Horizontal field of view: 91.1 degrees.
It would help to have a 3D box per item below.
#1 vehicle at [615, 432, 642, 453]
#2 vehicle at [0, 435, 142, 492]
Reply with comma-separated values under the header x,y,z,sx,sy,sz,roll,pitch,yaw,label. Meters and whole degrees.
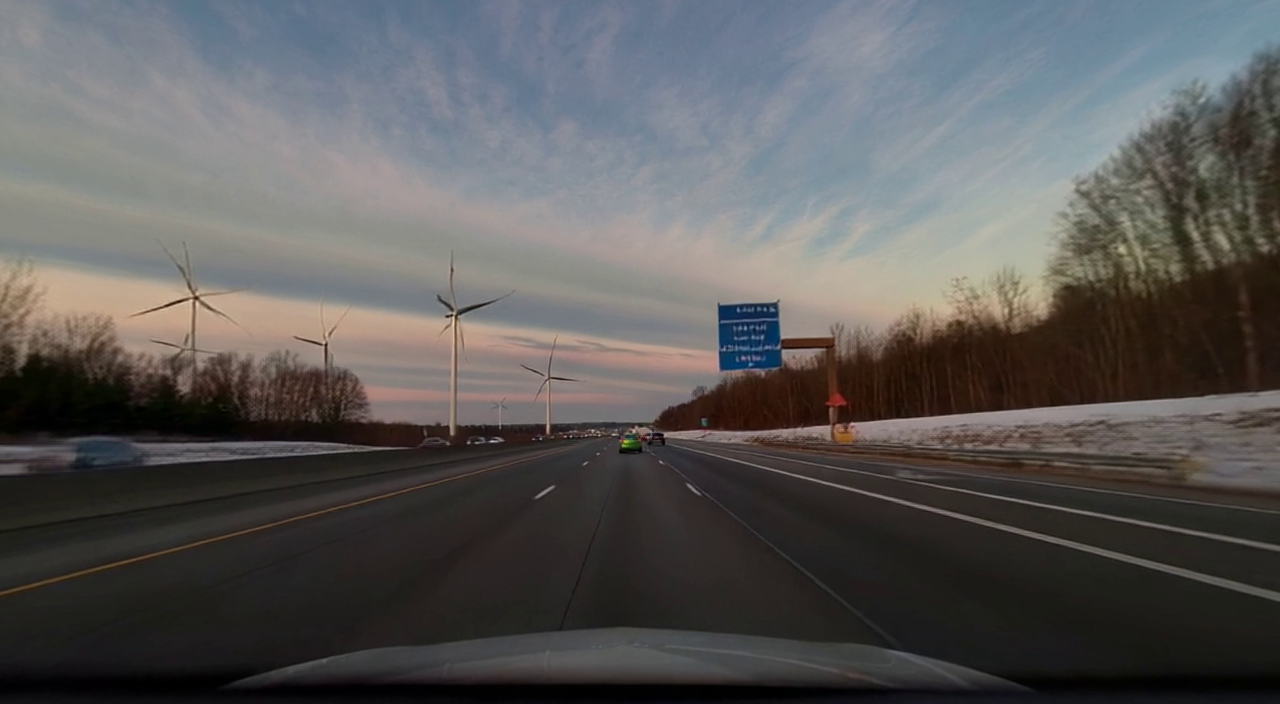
x,y,z,sx,sy,sz,roll,pitch,yaw,label
-0.892,6.762,47.013,1.892,1.496,3.575,0,-8,-2,vehicle
-19.990,3.764,21.763,1.937,1.726,4.368,0,-8,-1,vehicle
